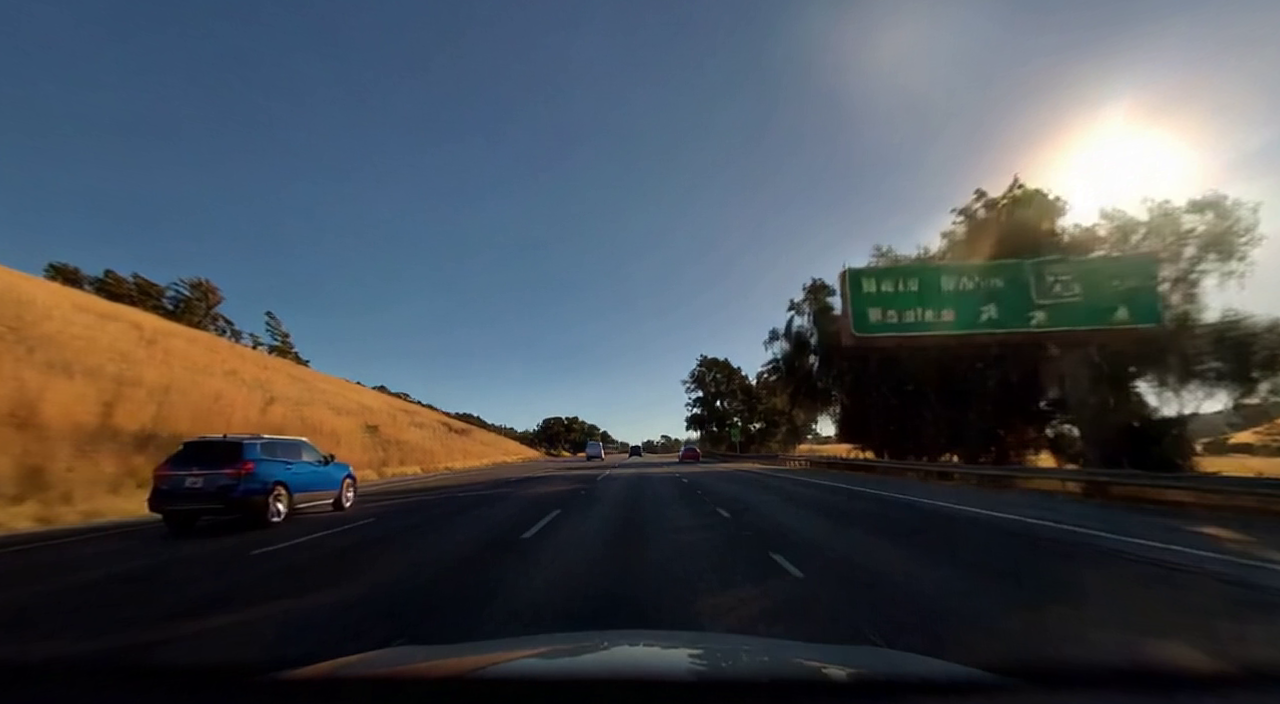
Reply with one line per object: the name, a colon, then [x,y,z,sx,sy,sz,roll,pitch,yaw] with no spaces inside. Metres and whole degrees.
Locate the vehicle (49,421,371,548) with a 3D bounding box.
vehicle: [-7.103,2.220,11.383,2.285,1.759,4.968,0,-8,0]

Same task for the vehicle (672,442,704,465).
vehicle: [3.660,7.887,49.100,1.995,1.712,4.206,0,-8,-2]
